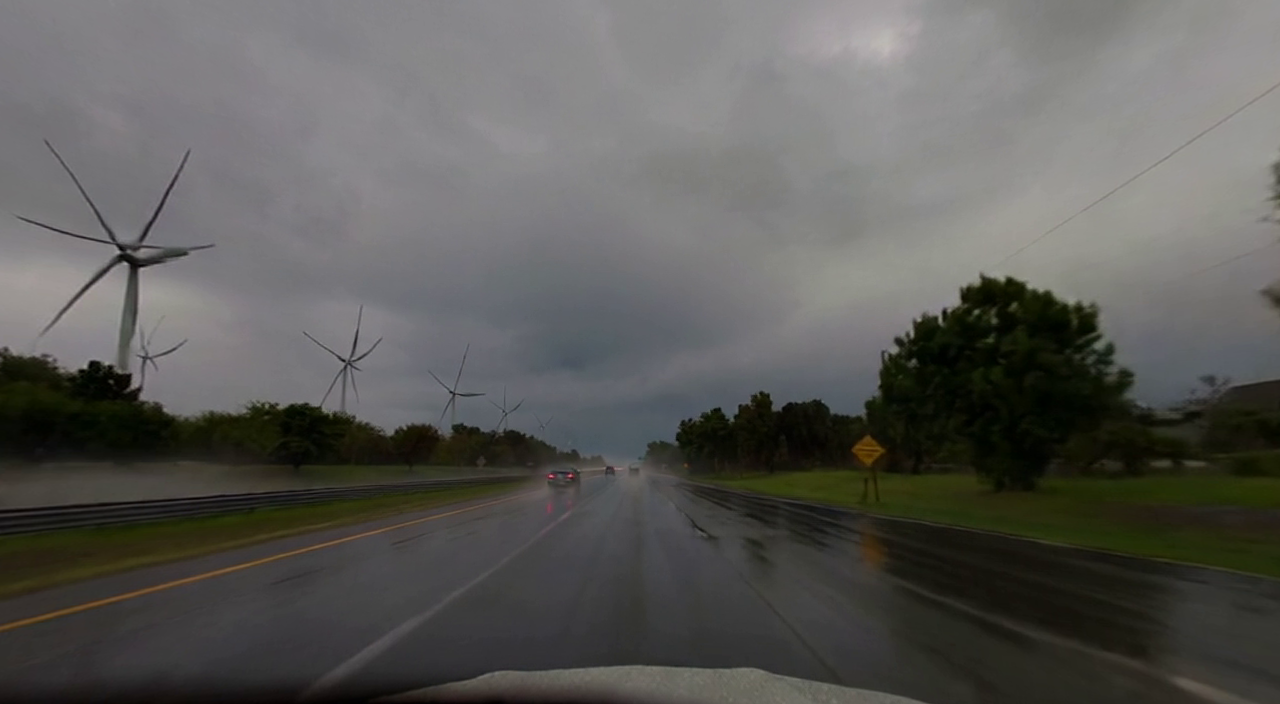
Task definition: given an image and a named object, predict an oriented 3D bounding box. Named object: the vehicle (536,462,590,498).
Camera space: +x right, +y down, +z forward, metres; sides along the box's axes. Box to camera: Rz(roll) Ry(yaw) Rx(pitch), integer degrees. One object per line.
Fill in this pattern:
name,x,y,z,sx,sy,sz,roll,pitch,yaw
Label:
vehicle,-3.530,5.961,29.438,2.001,1.486,4.104,1,-10,0
